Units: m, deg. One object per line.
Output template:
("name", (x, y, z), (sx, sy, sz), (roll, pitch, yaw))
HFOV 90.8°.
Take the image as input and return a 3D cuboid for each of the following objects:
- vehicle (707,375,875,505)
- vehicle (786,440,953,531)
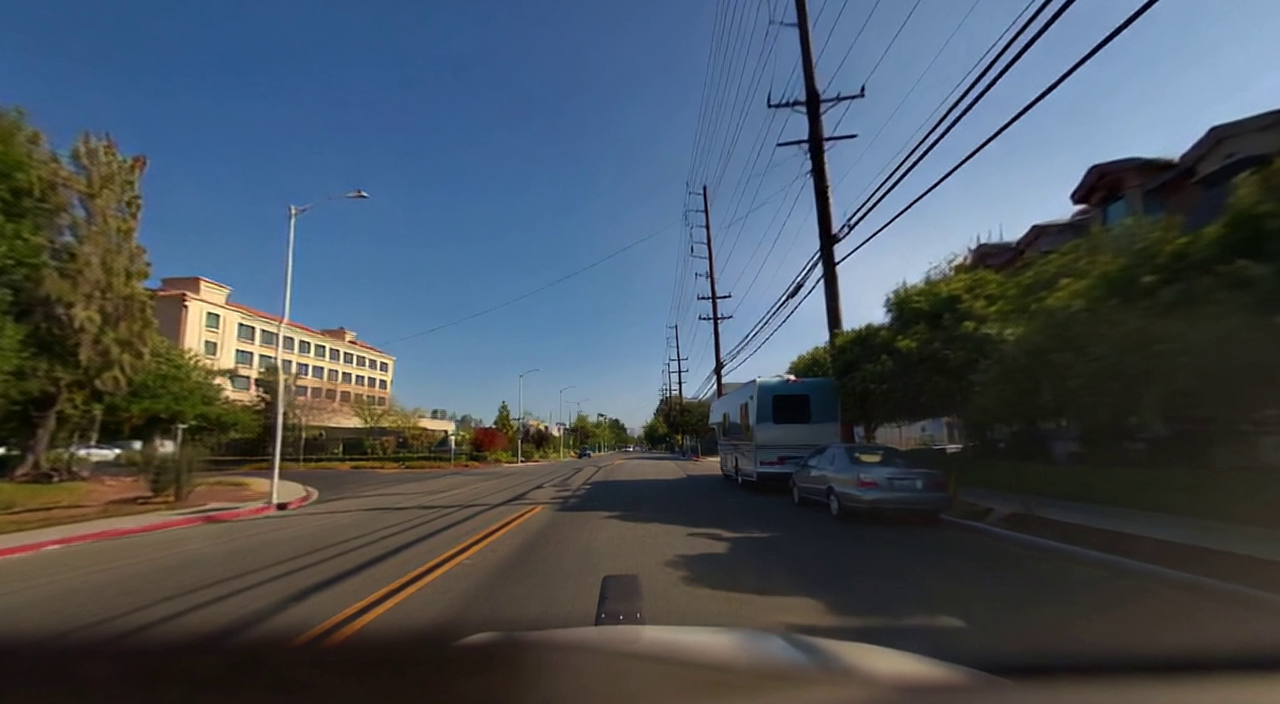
("vehicle", (4.259, 2.864, 20.336), (3.110, 3.241, 8.788), (0, -9, -1))
("vehicle", (4.416, 2.594, 12.839), (1.852, 1.497, 3.672), (-2, -8, -2))
